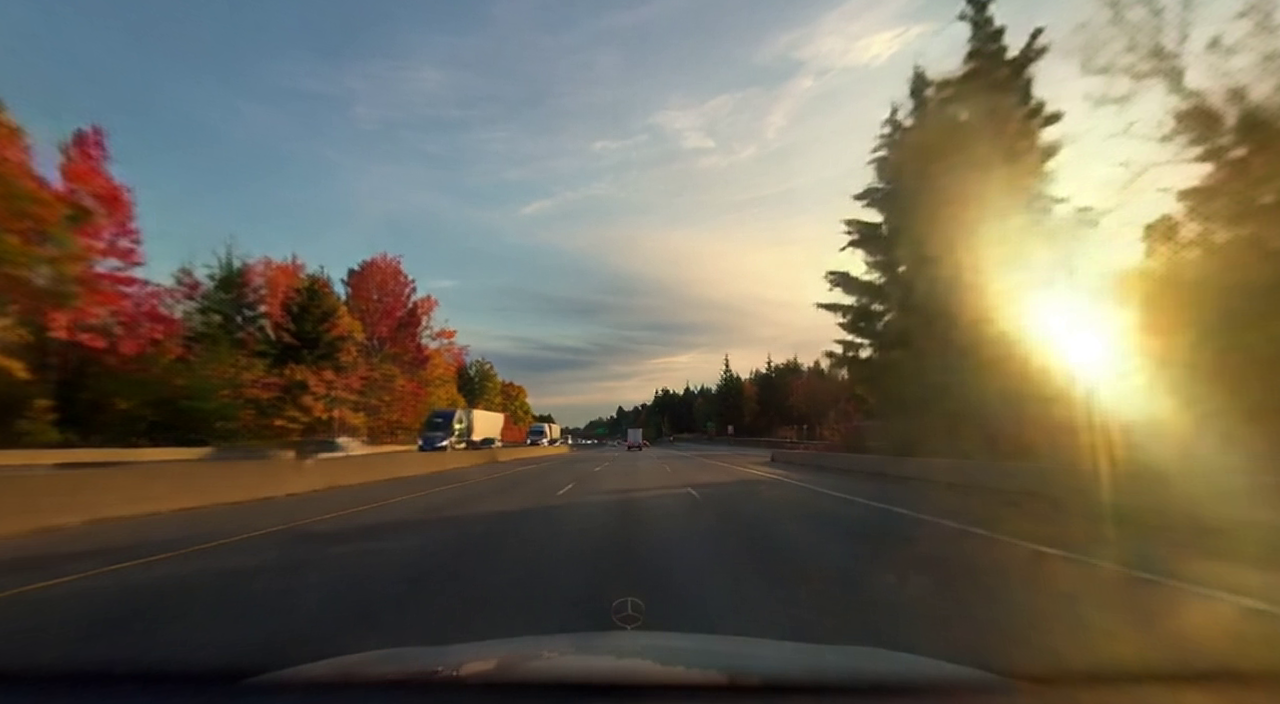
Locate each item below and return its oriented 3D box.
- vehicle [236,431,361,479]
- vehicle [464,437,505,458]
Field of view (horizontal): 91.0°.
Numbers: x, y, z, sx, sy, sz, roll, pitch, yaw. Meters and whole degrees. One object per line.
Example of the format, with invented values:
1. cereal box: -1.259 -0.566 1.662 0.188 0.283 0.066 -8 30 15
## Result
1. vehicle: -11.730 3.551 22.008 1.925 1.490 4.372 0 -8 0
2. vehicle: -11.461 7.060 46.603 1.948 1.519 4.592 0 -8 -1
